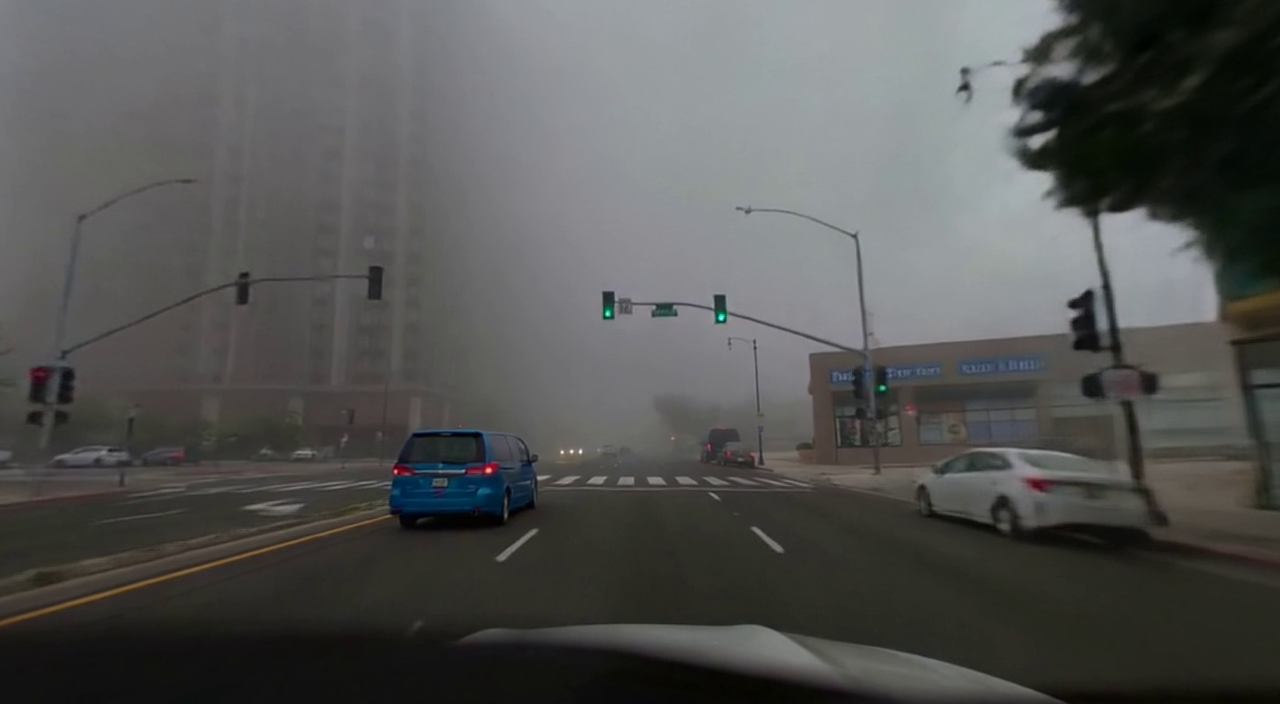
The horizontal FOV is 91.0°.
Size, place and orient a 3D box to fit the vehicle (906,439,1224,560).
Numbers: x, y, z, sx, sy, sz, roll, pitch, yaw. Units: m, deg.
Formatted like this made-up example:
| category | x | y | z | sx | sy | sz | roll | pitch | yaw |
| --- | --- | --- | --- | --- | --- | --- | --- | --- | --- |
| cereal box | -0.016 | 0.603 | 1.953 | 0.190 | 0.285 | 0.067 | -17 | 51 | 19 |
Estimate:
| category | x | y | z | sx | sy | sz | roll | pitch | yaw |
| --- | --- | --- | --- | --- | --- | --- | --- | --- | --- |
| vehicle | 6.485 | 2.246 | 10.498 | 1.967 | 1.534 | 4.683 | 0 | -8 | -1 |

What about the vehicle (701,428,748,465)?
| category | x | y | z | sx | sy | sz | roll | pitch | yaw |
| --- | --- | --- | --- | --- | --- | --- | --- | --- | --- |
| vehicle | 6.189 | 7.042 | 47.005 | 2.642 | 2.582 | 6.157 | 0 | -8 | 0 |

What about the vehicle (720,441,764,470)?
| category | x | y | z | sx | sy | sz | roll | pitch | yaw |
| --- | --- | --- | --- | --- | --- | --- | --- | --- | --- |
| vehicle | 6.388 | 6.536 | 39.944 | 1.942 | 1.753 | 4.912 | 0 | -8 | 0 |

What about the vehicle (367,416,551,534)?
| category | x | y | z | sx | sy | sz | roll | pitch | yaw |
| --- | --- | --- | --- | --- | --- | --- | --- | --- | --- |
| vehicle | -2.944 | 2.098 | 11.210 | 2.080 | 1.722 | 3.766 | 0 | -8 | 1 |
